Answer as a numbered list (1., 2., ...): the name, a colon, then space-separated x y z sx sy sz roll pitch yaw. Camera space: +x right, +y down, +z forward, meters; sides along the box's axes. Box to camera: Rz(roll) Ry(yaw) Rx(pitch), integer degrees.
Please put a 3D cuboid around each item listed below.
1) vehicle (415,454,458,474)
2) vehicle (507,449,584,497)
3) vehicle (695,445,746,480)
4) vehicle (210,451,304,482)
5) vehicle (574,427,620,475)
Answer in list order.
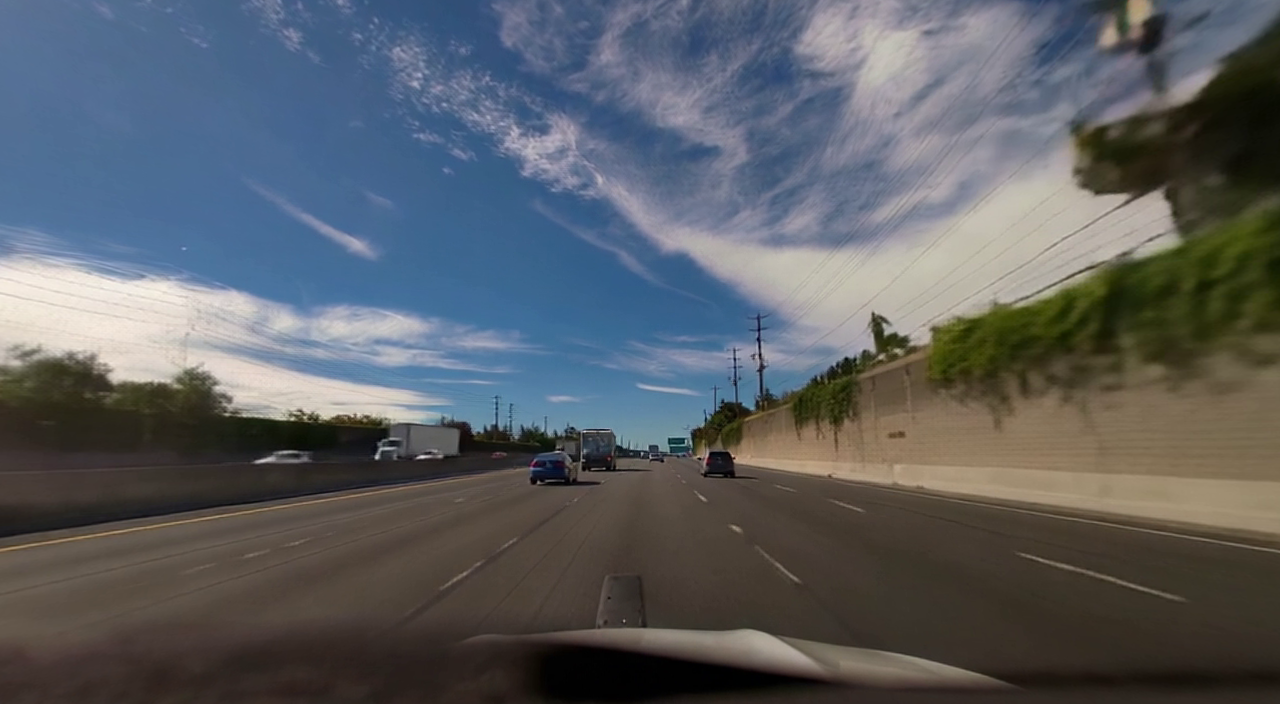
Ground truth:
1. vehicle: -14.969 8.264 46.514 1.773 1.382 3.814 0 -9 2
2. vehicle: -3.187 4.156 22.088 2.004 1.498 4.043 0 -9 1
3. vehicle: 4.426 6.177 35.482 2.214 1.799 4.627 0 -9 -1
4. vehicle: -19.251 5.747 31.902 1.988 1.452 4.228 0 -9 2
5. vehicle: -2.933 7.081 45.282 2.632 3.153 6.879 0 -9 2
